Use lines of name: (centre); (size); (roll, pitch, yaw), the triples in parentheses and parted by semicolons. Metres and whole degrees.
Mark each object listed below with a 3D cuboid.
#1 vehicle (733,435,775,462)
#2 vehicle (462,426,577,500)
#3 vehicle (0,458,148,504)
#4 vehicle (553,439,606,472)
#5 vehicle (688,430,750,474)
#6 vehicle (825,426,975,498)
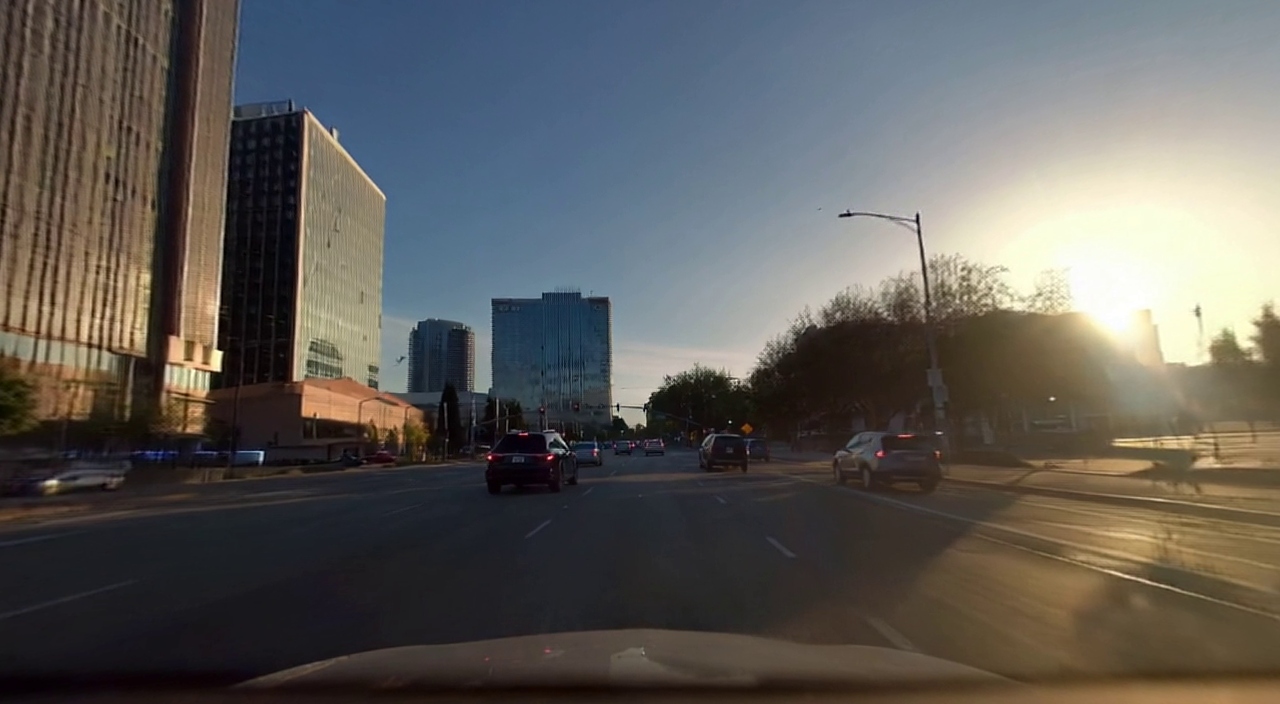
vehicle: (7.911, 6.738, 44.134); (2.076, 1.793, 4.464); (0, -9, 0)
vehicle: (-3.049, 2.942, 17.045); (2.141, 1.719, 4.379); (-1, -9, 1)
vehicle: (-22.977, 5.192, 25.774); (1.983, 1.494, 4.832); (-3, -9, -2)
vehicle: (-2.874, 5.065, 30.920); (2.036, 1.465, 4.301); (-1, -9, 2)
vehicle: (3.492, 4.540, 28.676); (2.178, 1.804, 4.766); (0, -9, 0)
vehicle: (6.782, 2.932, 17.129); (2.088, 1.666, 4.512); (0, -9, -1)
